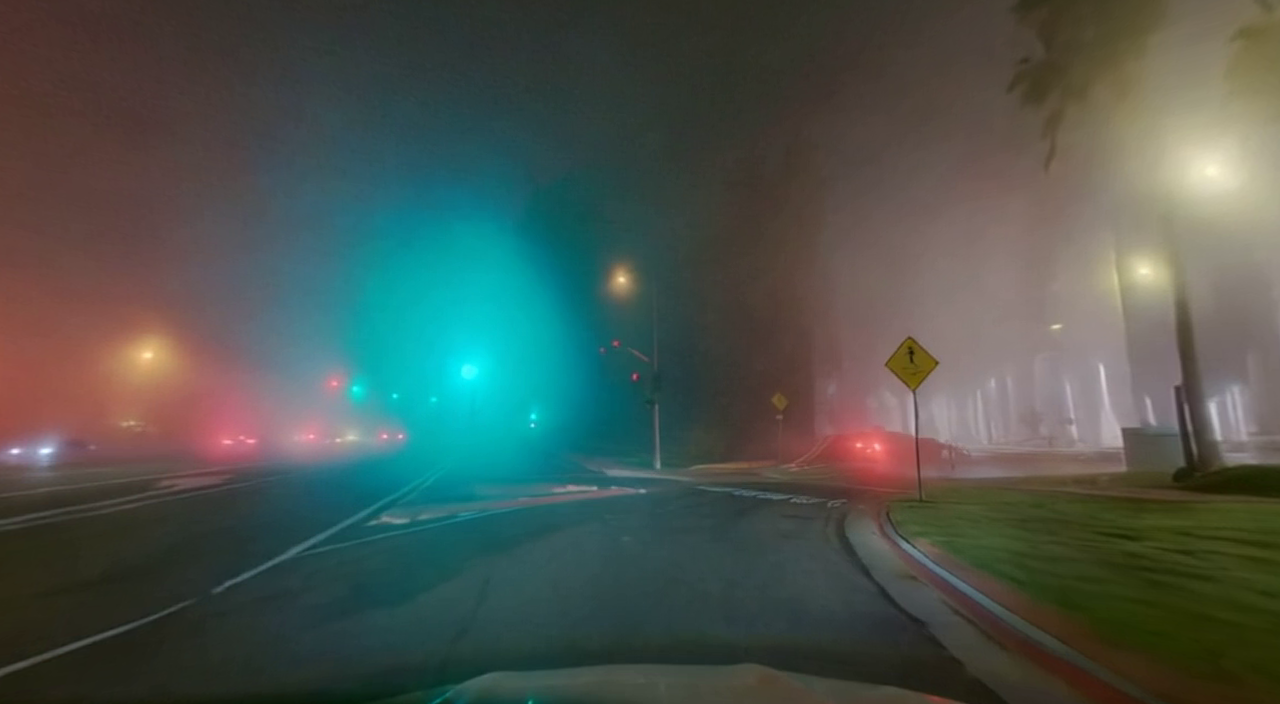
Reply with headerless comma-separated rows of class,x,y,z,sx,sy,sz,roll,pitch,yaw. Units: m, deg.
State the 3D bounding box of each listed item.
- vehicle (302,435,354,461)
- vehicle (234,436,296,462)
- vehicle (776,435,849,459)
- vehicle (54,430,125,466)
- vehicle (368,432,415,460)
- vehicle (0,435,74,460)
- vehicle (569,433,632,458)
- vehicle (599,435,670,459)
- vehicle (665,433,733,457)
vehicle,-20.176,6.210,40.722,1.977,1.584,3.983,2,-9,-12
vehicle,-22.923,5.964,38.561,1.900,1.462,4.225,2,-9,-12
vehicle,13.567,7.497,49.446,5.112,1.593,1.865,-1,-9,-12
vehicle,-28.645,5.005,32.806,2.156,1.742,4.264,6,-10,-34
vehicle,-16.680,6.320,42.326,2.114,1.784,4.450,2,-9,-11
vehicle,-43.234,6.799,44.893,4.371,1.712,1.992,-3,-9,19
vehicle,-2.925,6.958,46.396,4.333,1.626,1.888,4,-11,-11
vehicle,-0.405,6.589,43.607,4.648,1.501,1.862,3,-9,-11
vehicle,4.451,7.037,47.591,4.713,1.664,1.909,1,-10,-12
